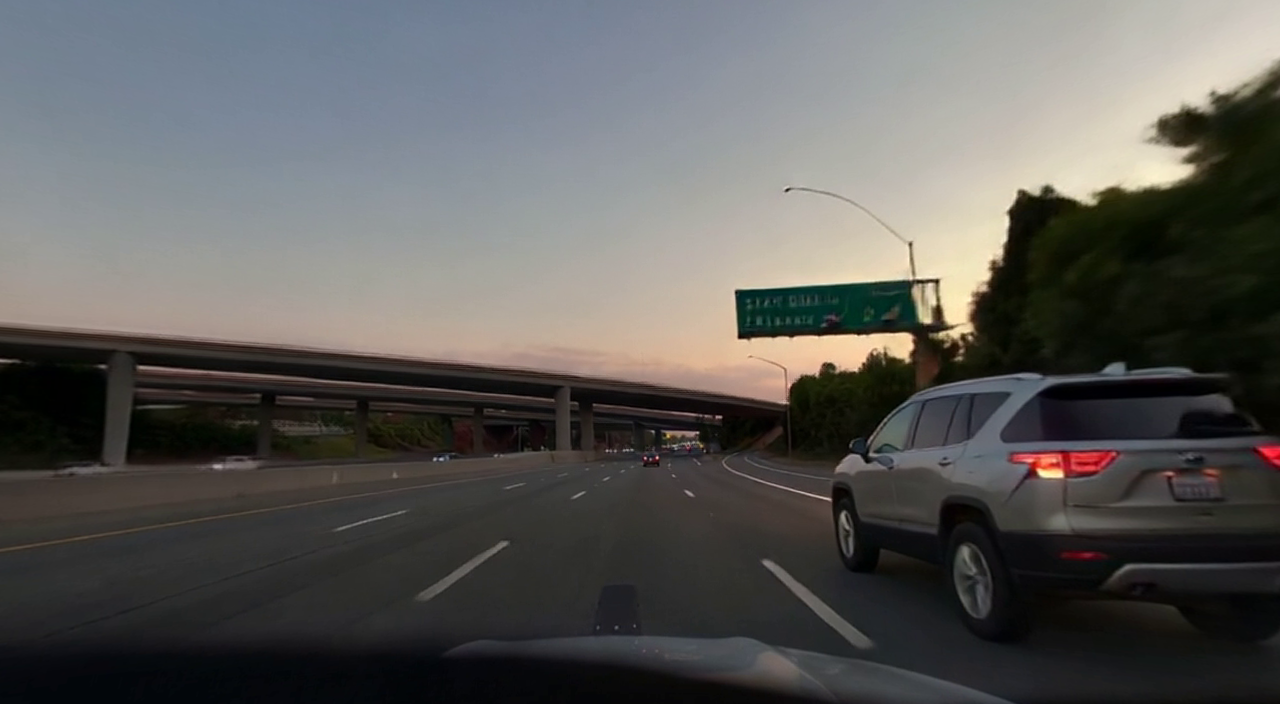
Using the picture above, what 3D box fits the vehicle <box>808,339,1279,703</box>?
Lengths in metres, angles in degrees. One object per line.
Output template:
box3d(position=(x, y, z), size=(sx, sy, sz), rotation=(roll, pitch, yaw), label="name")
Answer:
box3d(position=(3.302, 1.249, 5.589), size=(2.155, 1.918, 4.945), rotation=(0, -9, -1), label="vehicle")

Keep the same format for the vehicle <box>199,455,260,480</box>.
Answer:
box3d(position=(-29.867, 8.405, 46.138), size=(1.866, 1.478, 4.213), rotation=(-1, -7, -4), label="vehicle")
